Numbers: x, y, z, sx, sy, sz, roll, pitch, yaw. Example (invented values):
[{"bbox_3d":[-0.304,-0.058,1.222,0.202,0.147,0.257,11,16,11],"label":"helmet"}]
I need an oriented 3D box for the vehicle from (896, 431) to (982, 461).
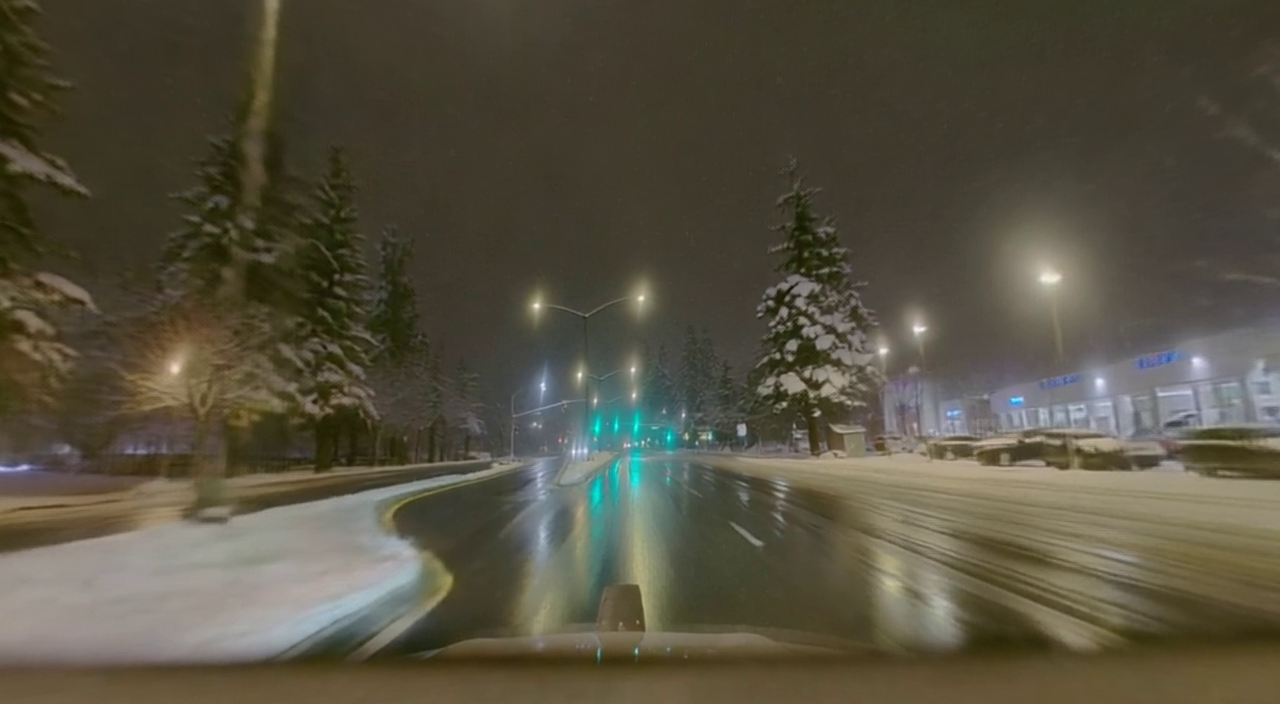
[{"bbox_3d":[17.584,5.502,37.115,4.638,1.648,1.887,4,-9,-24],"label":"vehicle"}]

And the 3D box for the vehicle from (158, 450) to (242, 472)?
[{"bbox_3d":[-30.337,7.525,43.613,4.401,1.460,1.825,0,-8,-1],"label":"vehicle"}]

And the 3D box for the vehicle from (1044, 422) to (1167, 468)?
[{"bbox_3d":[18.284,3.652,24.798,4.493,1.632,1.985,4,-10,-28],"label":"vehicle"}]

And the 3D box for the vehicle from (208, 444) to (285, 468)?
[{"bbox_3d":[-30.236,8.018,48.619,4.528,1.695,1.945,-1,-9,-3],"label":"vehicle"}]

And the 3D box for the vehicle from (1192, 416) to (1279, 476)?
[{"bbox_3d":[18.941,2.838,19.088,4.515,1.606,1.910,5,-10,-30],"label":"vehicle"}]
